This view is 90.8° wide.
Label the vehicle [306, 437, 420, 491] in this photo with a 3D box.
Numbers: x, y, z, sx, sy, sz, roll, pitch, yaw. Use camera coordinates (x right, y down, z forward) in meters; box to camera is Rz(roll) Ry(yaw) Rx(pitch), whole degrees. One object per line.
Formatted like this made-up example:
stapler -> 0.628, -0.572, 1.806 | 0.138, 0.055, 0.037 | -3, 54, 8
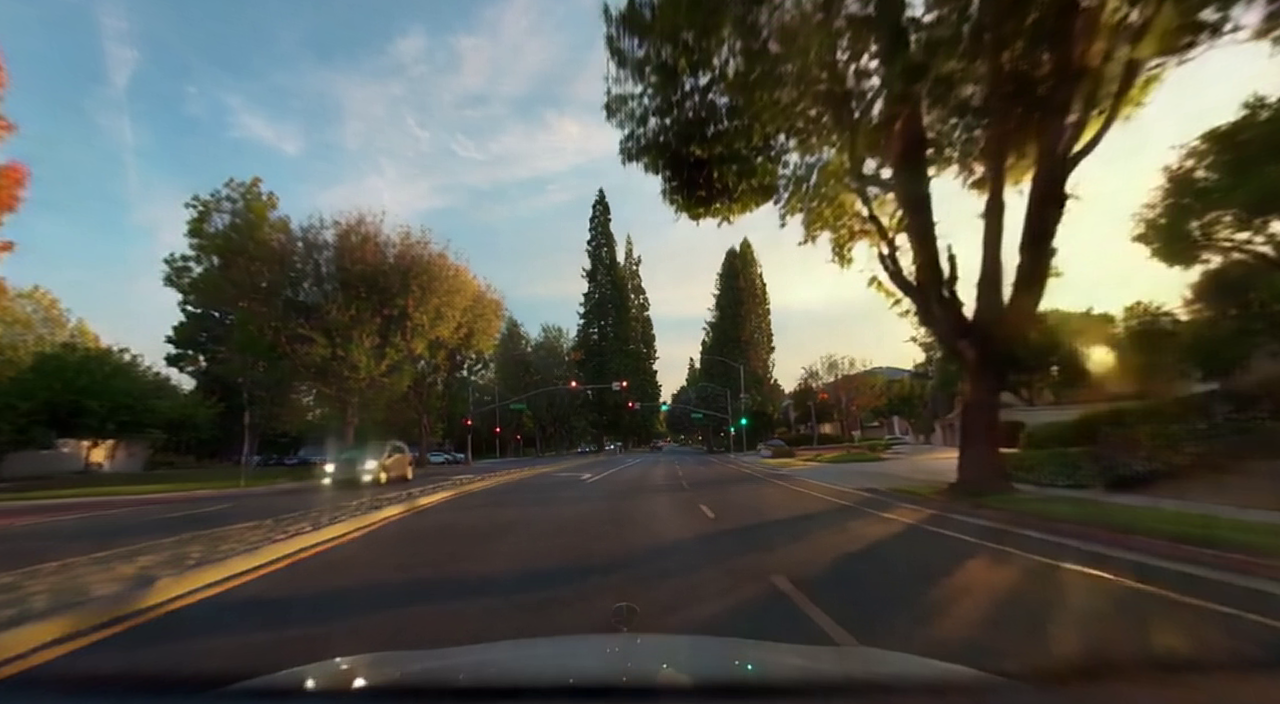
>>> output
vehicle -> -11.220, 4.564, 26.142 | 2.174, 1.855, 5.452 | -3, -9, 1
